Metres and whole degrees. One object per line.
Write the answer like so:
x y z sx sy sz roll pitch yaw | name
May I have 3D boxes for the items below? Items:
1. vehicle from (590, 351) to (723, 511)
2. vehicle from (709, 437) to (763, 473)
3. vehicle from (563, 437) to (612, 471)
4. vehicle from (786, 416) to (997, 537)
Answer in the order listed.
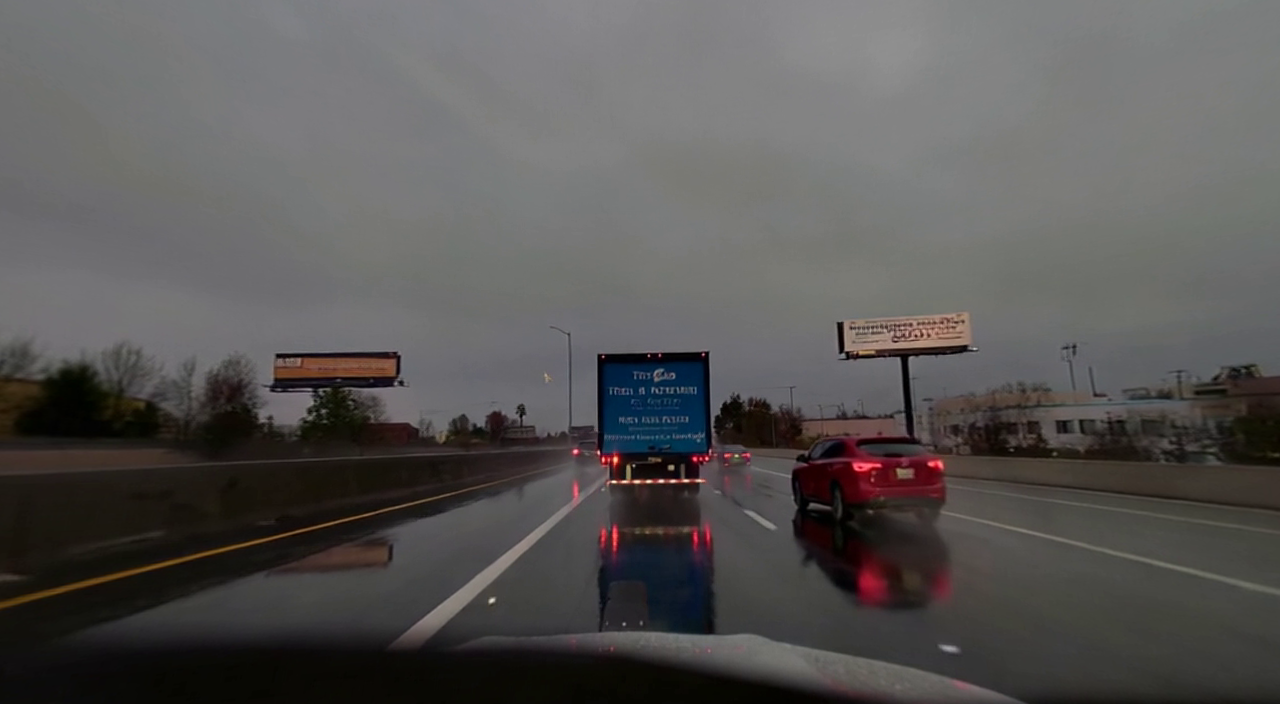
0.397 2.239 17.449 2.733 3.296 8.571 0 -8 1 | vehicle
4.817 5.250 32.299 2.066 1.692 4.339 0 -8 0 | vehicle
-2.802 5.617 34.910 2.030 1.757 4.509 -1 -8 4 | vehicle
4.124 2.104 11.274 1.986 1.718 4.296 0 -8 0 | vehicle
